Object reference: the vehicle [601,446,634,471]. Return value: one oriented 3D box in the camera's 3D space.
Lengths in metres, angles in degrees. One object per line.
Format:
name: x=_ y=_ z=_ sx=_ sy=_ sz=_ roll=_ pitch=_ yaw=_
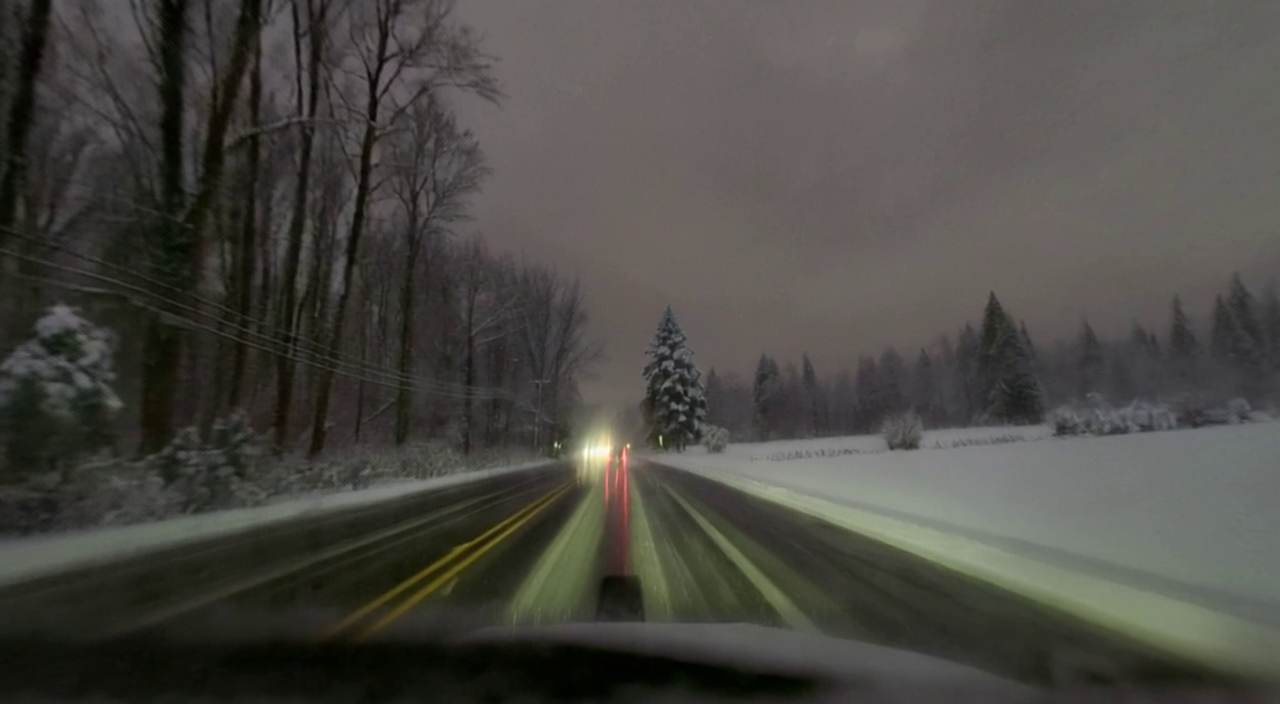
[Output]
vehicle: x=-1.498 y=6.964 z=41.563 sx=2.042 sy=1.489 sz=3.963 roll=0 pitch=-9 yaw=-2
